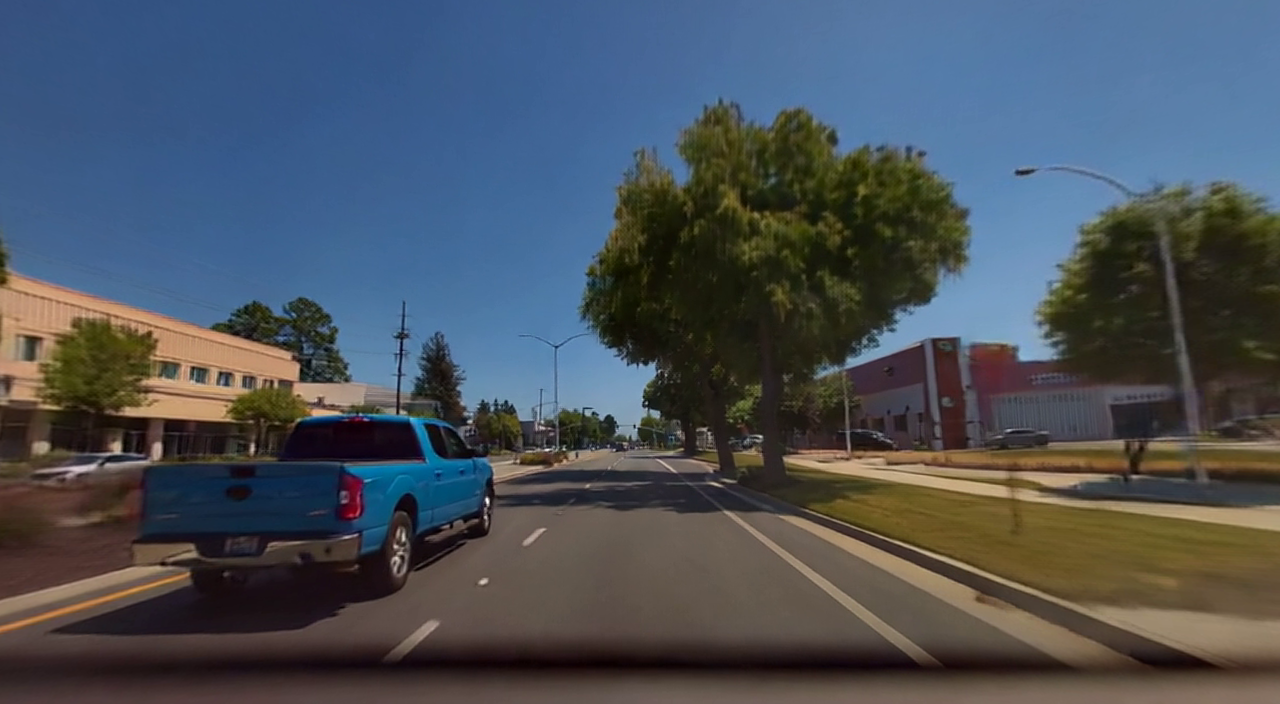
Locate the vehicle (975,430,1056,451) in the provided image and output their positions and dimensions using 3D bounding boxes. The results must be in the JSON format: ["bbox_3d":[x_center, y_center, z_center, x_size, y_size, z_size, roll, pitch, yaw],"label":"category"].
[{"bbox_3d":[27.405,6.493,46.016,4.604,1.487,1.911,0,-8,0],"label":"vehicle"}]

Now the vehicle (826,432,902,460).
[{"bbox_3d":[15.457,6.521,43.615,4.332,1.744,2.115,0,-11,-3],"label":"vehicle"}]

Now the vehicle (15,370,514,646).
[{"bbox_3d":[-2.990,1.408,6.867,2.065,1.790,5.417,0,-8,0],"label":"vehicle"}]
